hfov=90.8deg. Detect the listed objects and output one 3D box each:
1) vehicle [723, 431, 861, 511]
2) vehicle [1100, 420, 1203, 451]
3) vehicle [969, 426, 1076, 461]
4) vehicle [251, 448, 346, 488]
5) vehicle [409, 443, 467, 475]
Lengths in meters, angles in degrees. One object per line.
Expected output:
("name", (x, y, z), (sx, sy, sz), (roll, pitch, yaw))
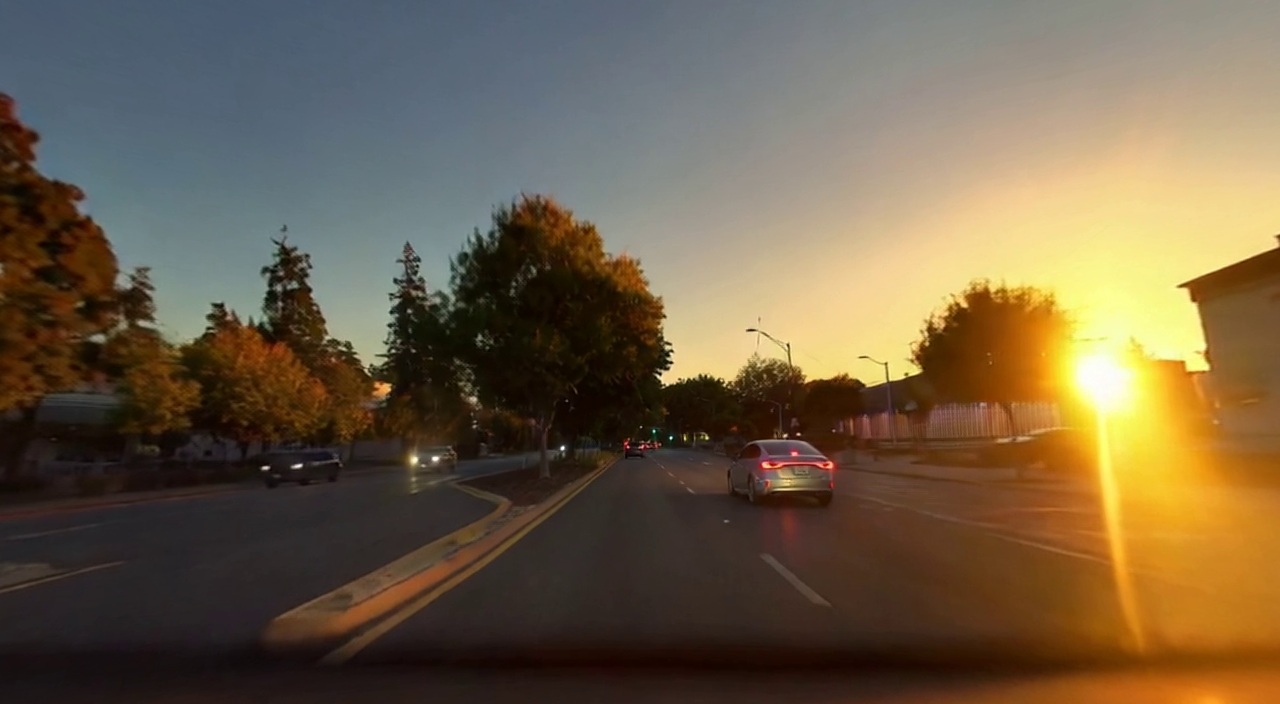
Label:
("vehicle", (3.388, 2.753, 15.197), (1.995, 1.616, 4.729), (0, -8, -2))
("vehicle", (32.383, 5.293, 40.117), (4.597, 1.886, 2.143), (0, -8, 0))
("vehicle", (20.018, 4.801, 33.170), (4.376, 1.735, 1.854), (0, -8, -2))
("vehicle", (-16.566, 5.621, 30.969), (2.032, 1.728, 4.633), (0, -8, 0))
("vehicle", (-12.556, 6.645, 39.533), (2.063, 1.812, 4.502), (0, -8, 1))
